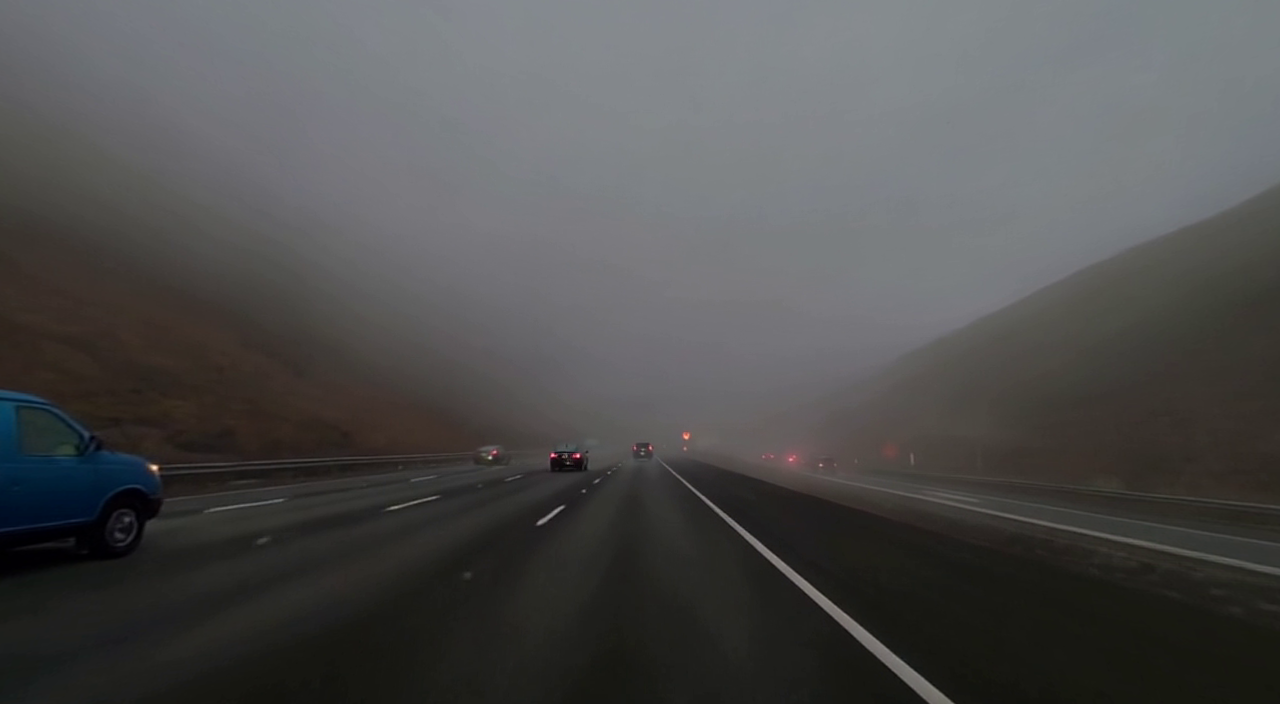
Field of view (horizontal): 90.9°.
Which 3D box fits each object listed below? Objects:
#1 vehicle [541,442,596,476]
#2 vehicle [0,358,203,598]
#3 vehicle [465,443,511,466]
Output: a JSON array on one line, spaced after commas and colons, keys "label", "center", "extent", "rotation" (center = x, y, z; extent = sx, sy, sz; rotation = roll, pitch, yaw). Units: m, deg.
[{"label": "vehicle", "center": [-3.359, 5.146, 30.702], "extent": [2.080, 1.505, 4.649], "rotation": [0, -8, 1]}, {"label": "vehicle", "center": [-6.984, 1.093, 5.343], "extent": [2.437, 2.135, 5.643], "rotation": [0, -8, 1]}, {"label": "vehicle", "center": [-10.538, 7.148, 44.141], "extent": [1.945, 1.466, 4.947], "rotation": [0, -8, 1]}]
